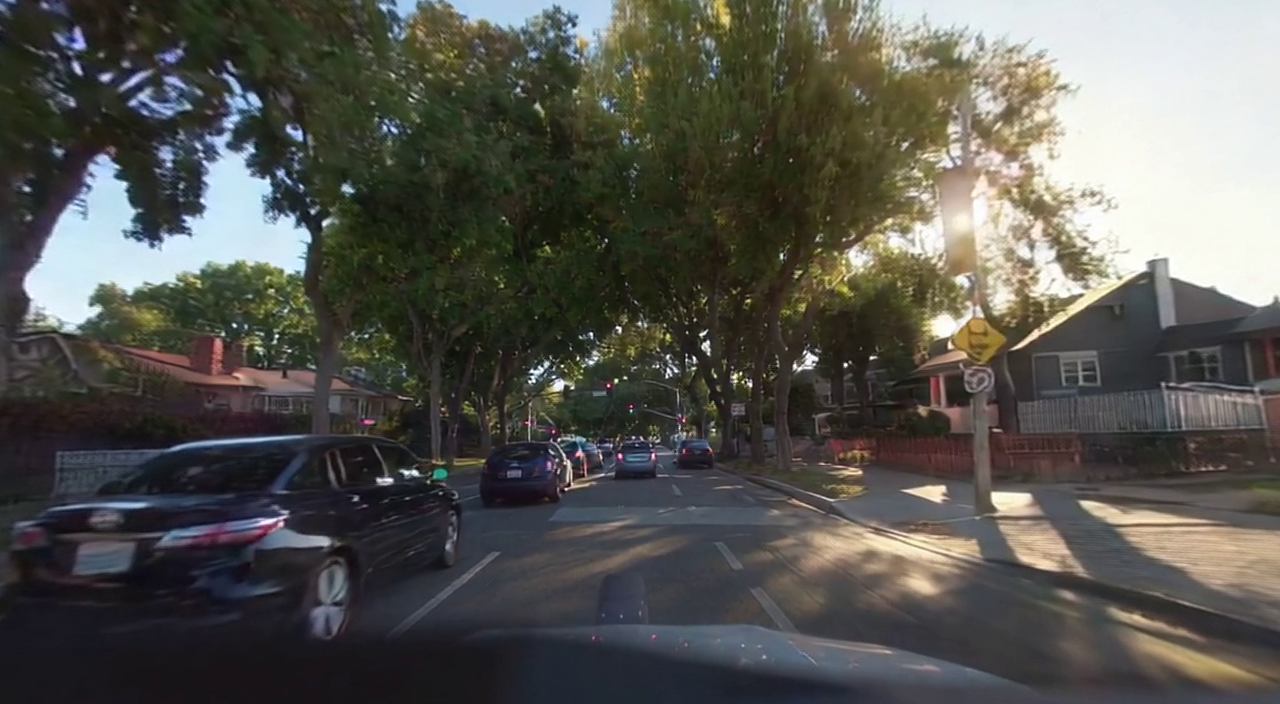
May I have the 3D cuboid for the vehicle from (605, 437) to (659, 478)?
[{"bbox_3d":[-0.339,4.068,24.537,1.927,1.453,3.848,0,-8,-1],"label":"vehicle"}]

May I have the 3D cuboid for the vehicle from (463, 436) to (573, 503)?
[{"bbox_3d":[-2.990,2.990,16.592,1.897,1.484,4.716,0,-9,1],"label":"vehicle"}]

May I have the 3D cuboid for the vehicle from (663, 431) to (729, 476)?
[{"bbox_3d":[2.240,4.273,26.774,2.258,1.682,4.635,0,-8,-1],"label":"vehicle"}]

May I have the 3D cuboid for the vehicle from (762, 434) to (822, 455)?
[{"bbox_3d":[10.994,6.735,45.888,3.883,1.496,1.779,0,-8,-1],"label":"vehicle"}]

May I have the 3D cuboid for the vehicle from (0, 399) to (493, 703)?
[{"bbox_3d":[-2.693,1.270,4.738,2.081,1.488,4.566,0,-9,0],"label":"vehicle"}]
